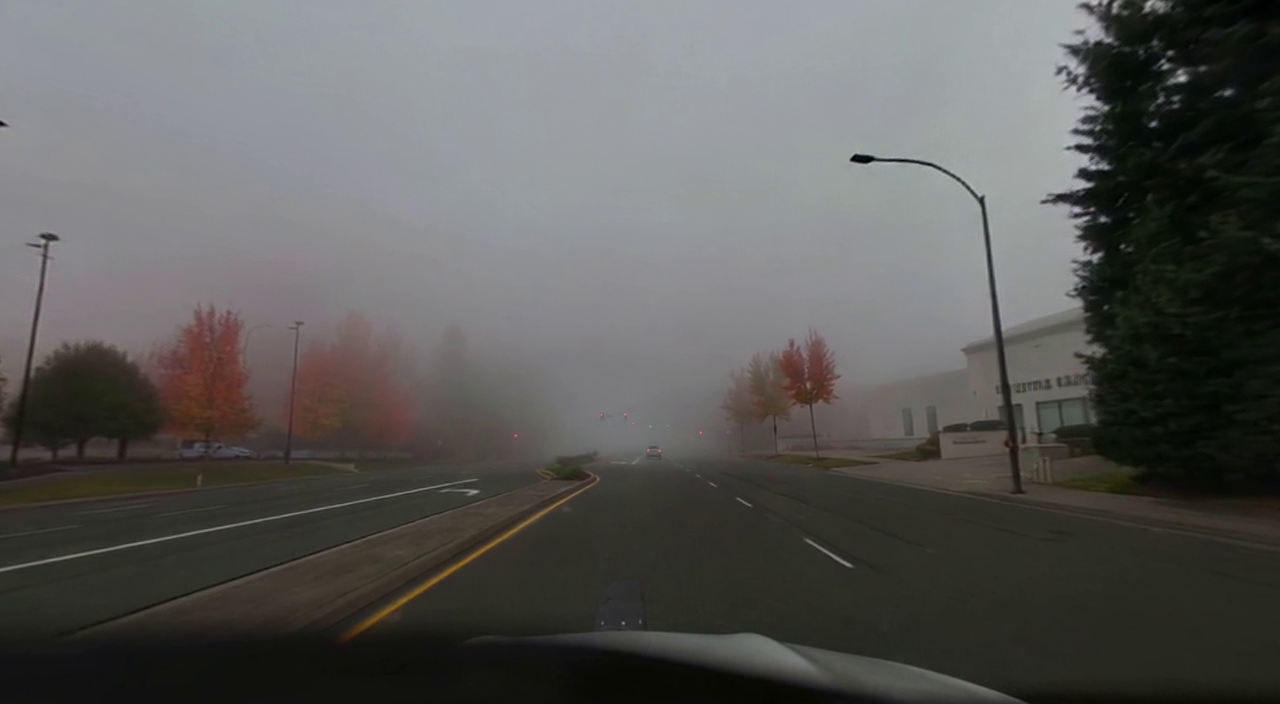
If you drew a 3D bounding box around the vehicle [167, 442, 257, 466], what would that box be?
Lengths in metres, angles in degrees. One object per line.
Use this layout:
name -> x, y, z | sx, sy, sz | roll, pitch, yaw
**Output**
vehicle -> -30.119, 7.228, 44.511 | 4.706, 1.457, 1.999 | 3, -11, -4
